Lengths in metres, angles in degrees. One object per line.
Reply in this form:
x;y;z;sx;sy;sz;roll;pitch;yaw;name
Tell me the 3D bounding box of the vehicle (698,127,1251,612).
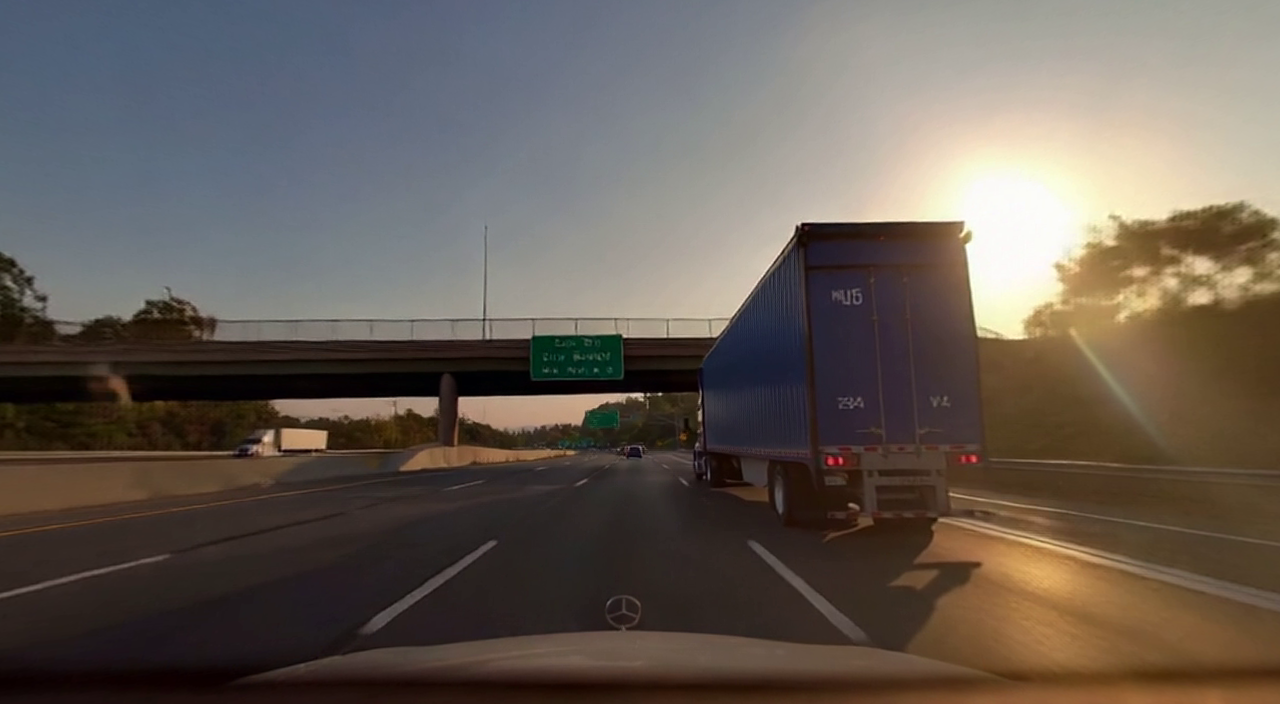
3.462;1.275;13.497;2.743;4.160;16.408;0;-9;-1;vehicle
